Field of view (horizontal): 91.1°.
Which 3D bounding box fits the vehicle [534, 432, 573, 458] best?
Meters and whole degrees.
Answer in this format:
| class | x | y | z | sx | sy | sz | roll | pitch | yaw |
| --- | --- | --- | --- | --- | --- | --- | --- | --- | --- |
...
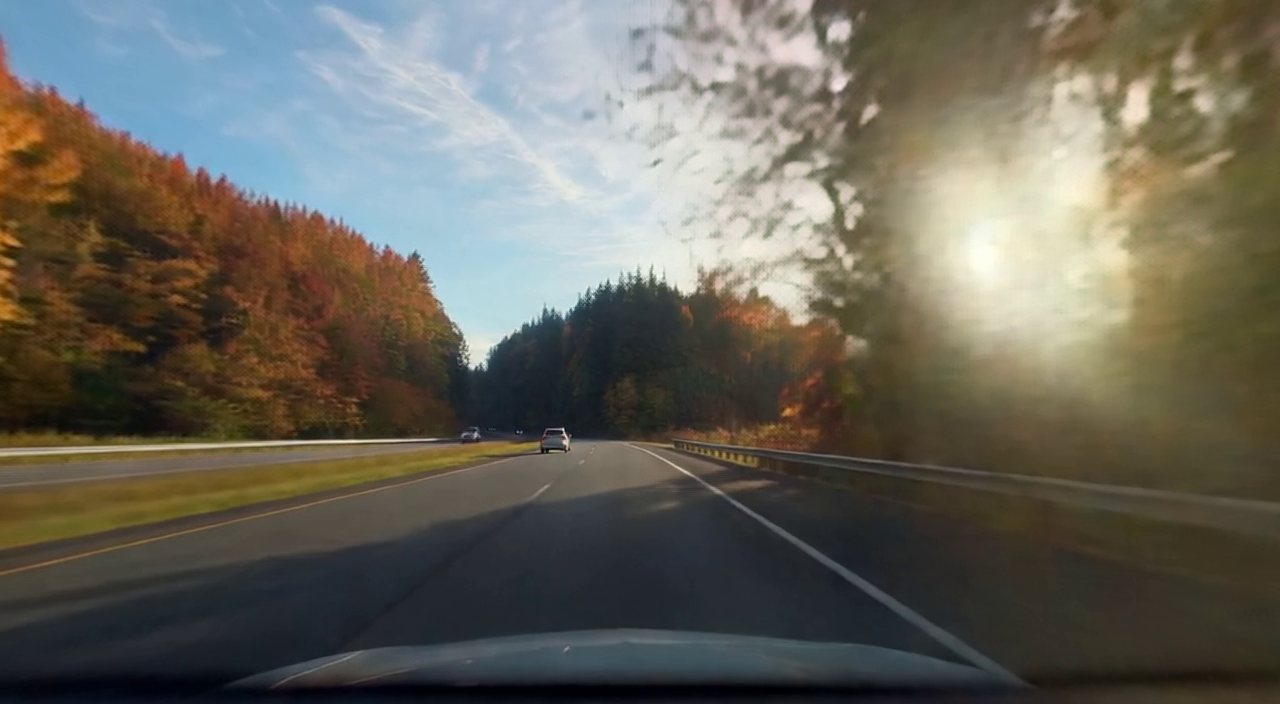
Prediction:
| class | x | y | z | sx | sy | sz | roll | pitch | yaw |
| --- | --- | --- | --- | --- | --- | --- | --- | --- | --- |
| vehicle | -5.461 | 5.937 | 40.189 | 2.073 | 1.559 | 4.393 | 0 | -8 | -2 |
